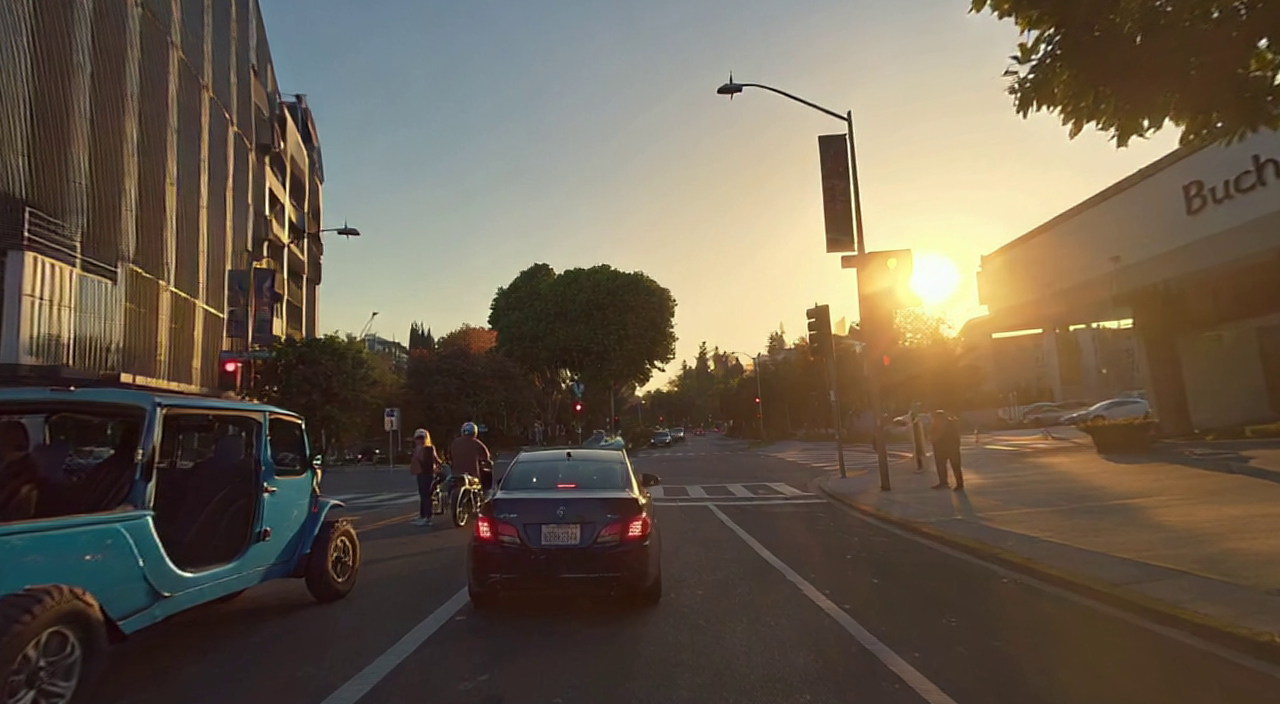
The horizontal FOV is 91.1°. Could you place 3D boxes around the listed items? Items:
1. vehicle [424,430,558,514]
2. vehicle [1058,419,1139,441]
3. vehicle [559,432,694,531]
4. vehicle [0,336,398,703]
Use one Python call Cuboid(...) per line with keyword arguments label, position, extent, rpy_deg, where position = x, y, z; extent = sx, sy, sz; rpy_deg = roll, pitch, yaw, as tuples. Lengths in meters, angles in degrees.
Cuboid(label="vehicle", position=(-3.191, 2.655, 14.376), extent=(1.935, 1.615, 4.073), rpy_deg=(-1, -8, 2))
Cuboid(label="vehicle", position=(30.702, 5.269, 42.110), extent=(1.751, 1.420, 4.027), rpy_deg=(8, -12, -43))
Cuboid(label="vehicle", position=(-0.169, 2.255, 11.522), extent=(2.025, 1.458, 4.085), rpy_deg=(0, -8, 1))
Cuboid(label="vehicle", position=(-3.611, 1.128, 4.435), extent=(2.000, 1.809, 4.405), rpy_deg=(0, -8, 0))
